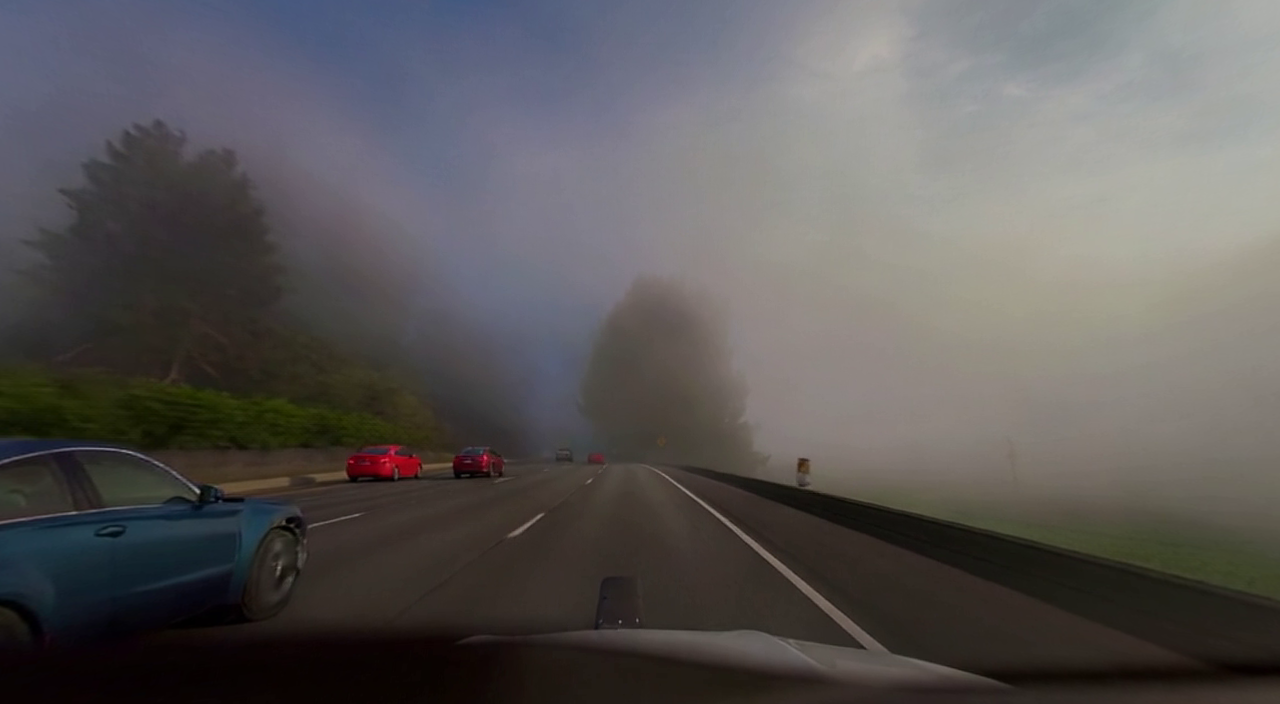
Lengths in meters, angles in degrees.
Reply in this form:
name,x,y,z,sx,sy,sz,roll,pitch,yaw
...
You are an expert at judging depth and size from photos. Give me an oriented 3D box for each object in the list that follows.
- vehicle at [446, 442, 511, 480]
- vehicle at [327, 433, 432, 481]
name,x,y,z,sx,sy,sz,roll,pitch,yaw
vehicle,-7.648,5.201,30.257,2.060,1.680,4.255,0,-9,-1
vehicle,-11.623,4.755,28.667,2.425,1.926,5.584,0,-9,-1
